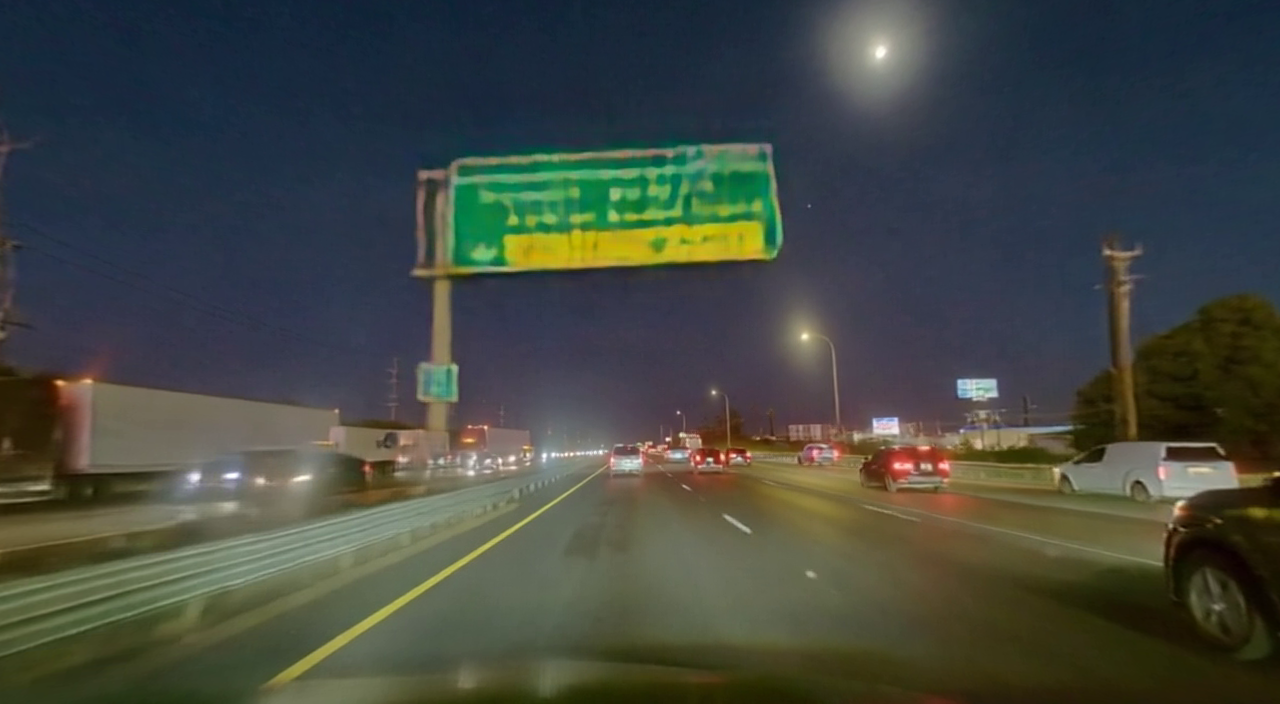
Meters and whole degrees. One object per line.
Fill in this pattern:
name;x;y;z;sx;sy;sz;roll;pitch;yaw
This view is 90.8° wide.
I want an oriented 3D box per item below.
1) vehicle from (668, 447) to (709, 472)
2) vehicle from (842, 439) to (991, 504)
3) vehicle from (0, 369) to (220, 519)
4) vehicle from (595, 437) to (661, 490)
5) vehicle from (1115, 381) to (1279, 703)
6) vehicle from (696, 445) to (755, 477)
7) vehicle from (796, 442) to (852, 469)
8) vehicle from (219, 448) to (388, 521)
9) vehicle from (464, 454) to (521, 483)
vehicle;3.002;6.710;39.784;2.115;1.481;3.968;0;-9;-2
vehicle;7.049;3.074;16.689;1.958;1.473;4.201;0;-8;-1
vehicle;-18.356;2.957;20.128;3.068;3.921;9.552;0;-9;1
vehicle;-0.455;4.204;24.168;2.298;1.809;4.359;0;-9;-1
vehicle;3.407;0.719;1.245;1.967;1.547;3.777;0;-9;0
vehicle;4.166;5.360;31.382;1.934;1.461;4.368;1;-9;-5
vehicle;11.010;6.221;38.060;1.901;1.485;4.483;0;-9;-2
vehicle;-8.069;3.174;15.664;1.931;1.541;4.018;0;-9;0
vehicle;-8.253;6.526;35.759;2.086;1.477;4.438;0;-9;1
